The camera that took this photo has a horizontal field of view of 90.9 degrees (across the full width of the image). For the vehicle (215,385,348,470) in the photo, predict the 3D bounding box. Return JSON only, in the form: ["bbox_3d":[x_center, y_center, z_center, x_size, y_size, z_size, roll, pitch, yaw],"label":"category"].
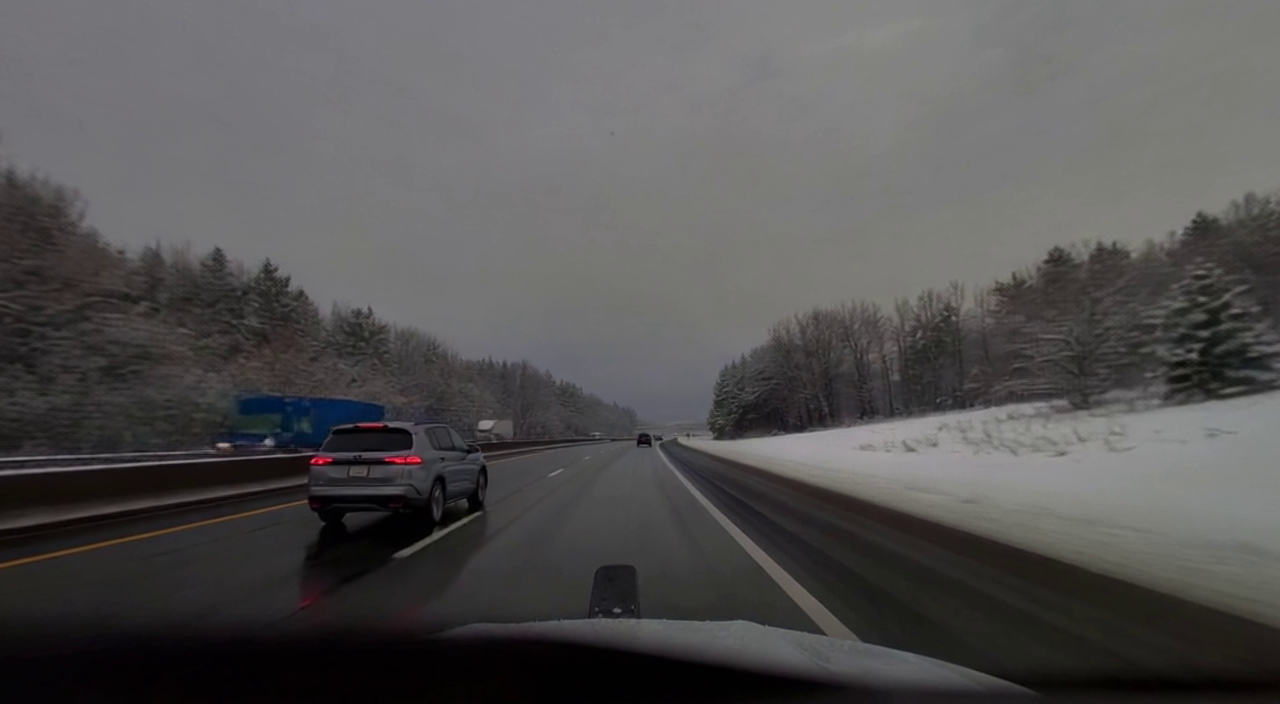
[{"bbox_3d":[-17.394,3.759,31.151,2.927,3.744,6.014,0,-8,0],"label":"vehicle"}]
